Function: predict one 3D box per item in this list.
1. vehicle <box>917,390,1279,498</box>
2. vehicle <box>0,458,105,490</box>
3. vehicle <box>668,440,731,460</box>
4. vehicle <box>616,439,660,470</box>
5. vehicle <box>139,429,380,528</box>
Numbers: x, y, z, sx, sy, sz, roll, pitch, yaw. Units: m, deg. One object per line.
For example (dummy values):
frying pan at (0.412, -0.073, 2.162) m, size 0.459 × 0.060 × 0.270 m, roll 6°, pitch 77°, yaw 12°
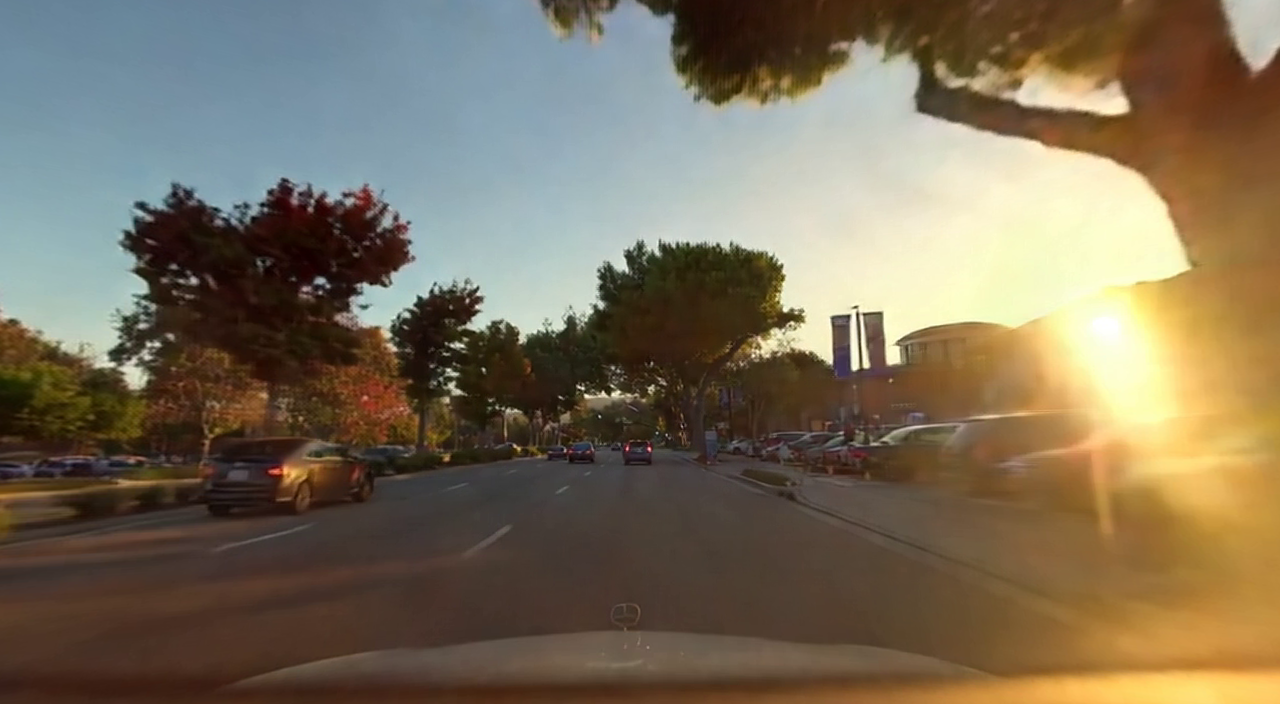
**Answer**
vehicle at (9.273, 1.881, 13.044) m, size 5.976 × 1.994 × 2.295 m, roll 0°, pitch -8°, yaw 0°
vehicle at (-36.789, 7.476, 38.957) m, size 5.479 × 1.855 × 2.167 m, roll 0°, pitch -9°, yaw 0°
vehicle at (4.651, 7.679, 49.467) m, size 4.619 × 1.523 × 1.873 m, roll 4°, pitch -9°, yaw -24°
vehicle at (-0.142, 5.096, 31.552) m, size 2.061 × 1.469 × 3.954 m, roll 0°, pitch -9°, yaw -2°
vehicle at (-7.358, 2.480, 12.984) m, size 2.038 × 1.649 × 4.665 m, roll 0°, pitch -9°, yaw 0°
